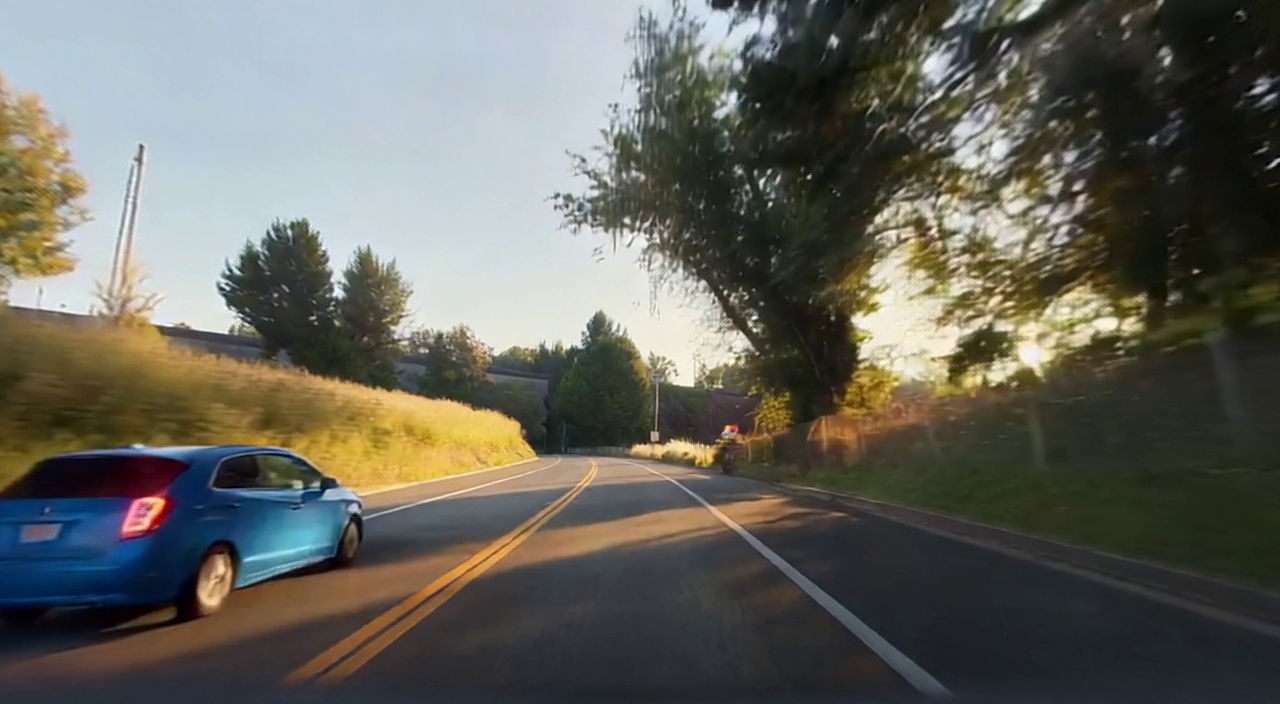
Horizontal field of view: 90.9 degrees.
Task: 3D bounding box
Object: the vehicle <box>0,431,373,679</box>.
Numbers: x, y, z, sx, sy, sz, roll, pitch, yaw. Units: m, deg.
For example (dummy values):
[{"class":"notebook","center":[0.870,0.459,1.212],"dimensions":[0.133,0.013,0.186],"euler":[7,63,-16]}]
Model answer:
[{"class":"vehicle","center":[-4.578,1.590,6.162],"dimensions":[1.968,1.503,4.443],"euler":[0,-9,0]}]
